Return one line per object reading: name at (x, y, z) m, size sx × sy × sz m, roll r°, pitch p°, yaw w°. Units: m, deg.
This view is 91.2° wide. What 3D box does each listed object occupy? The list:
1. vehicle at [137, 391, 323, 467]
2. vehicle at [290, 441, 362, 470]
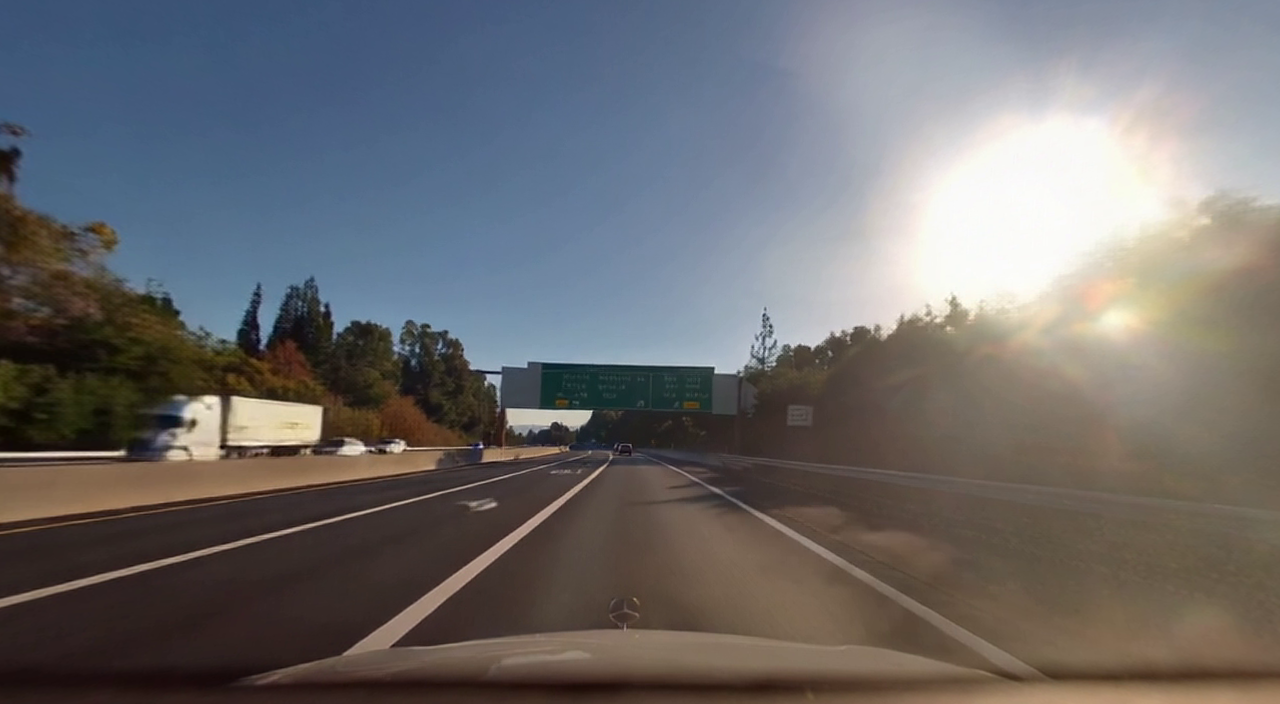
vehicle at (-25.437, 5.170, 40.557) m, size 2.832 × 4.001 × 14.137 m, roll 0°, pitch -9°, yaw -1°
vehicle at (-17.772, 5.856, 35.785) m, size 1.844 × 1.527 × 4.384 m, roll 0°, pitch -9°, yaw -1°
